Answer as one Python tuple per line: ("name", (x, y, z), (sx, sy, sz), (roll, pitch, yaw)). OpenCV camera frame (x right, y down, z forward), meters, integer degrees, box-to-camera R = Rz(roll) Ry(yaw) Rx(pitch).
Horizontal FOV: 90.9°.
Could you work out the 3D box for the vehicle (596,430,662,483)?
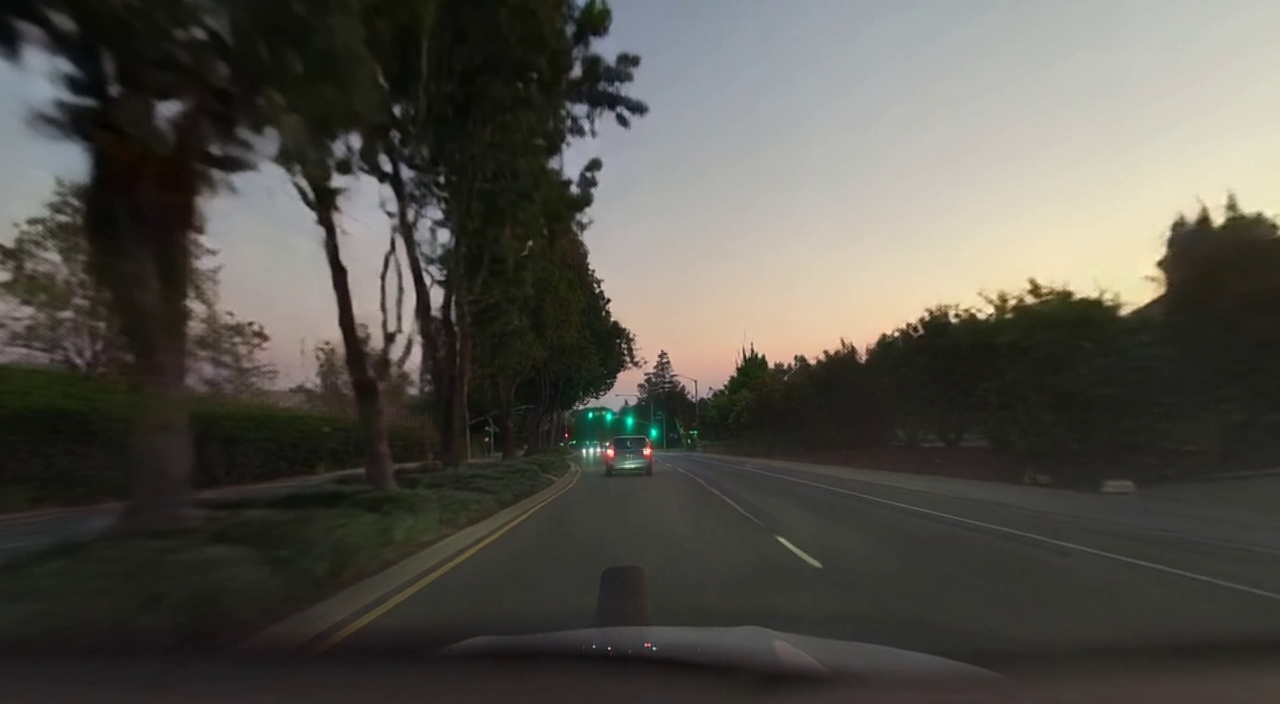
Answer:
("vehicle", (-0.402, 3.811, 23.195), (2.192, 1.734, 4.176), (0, -8, -1))
